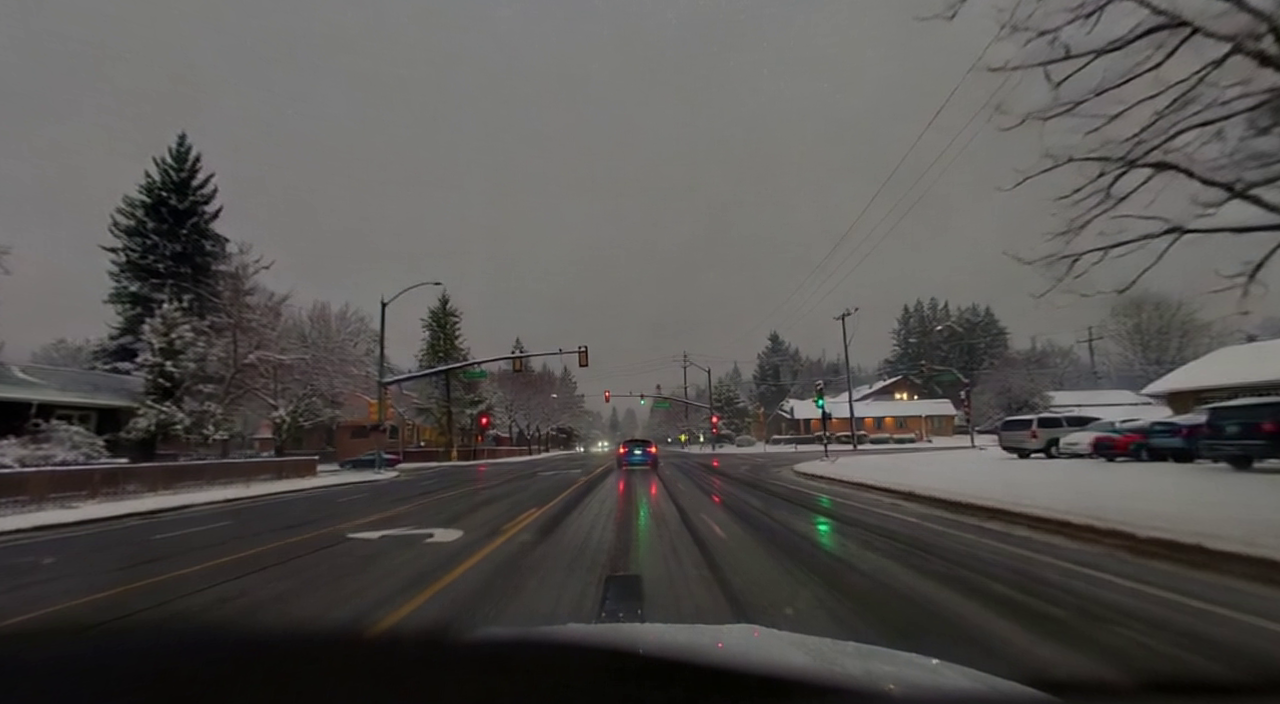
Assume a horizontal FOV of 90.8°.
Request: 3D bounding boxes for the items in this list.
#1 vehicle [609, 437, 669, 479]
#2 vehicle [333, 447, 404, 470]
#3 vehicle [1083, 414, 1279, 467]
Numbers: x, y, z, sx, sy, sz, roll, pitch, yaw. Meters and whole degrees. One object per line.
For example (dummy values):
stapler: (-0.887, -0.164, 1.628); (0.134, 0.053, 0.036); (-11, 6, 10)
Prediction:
vehicle: (-0.029, 3.992, 23.980); (2.104, 1.462, 3.991); (0, -9, 0)
vehicle: (-20.974, 8.260, 48.884); (4.588, 1.703, 1.879); (0, -9, 1)
vehicle: (16.194, 2.679, 18.997); (4.275, 1.499, 1.882); (0, -9, 0)
